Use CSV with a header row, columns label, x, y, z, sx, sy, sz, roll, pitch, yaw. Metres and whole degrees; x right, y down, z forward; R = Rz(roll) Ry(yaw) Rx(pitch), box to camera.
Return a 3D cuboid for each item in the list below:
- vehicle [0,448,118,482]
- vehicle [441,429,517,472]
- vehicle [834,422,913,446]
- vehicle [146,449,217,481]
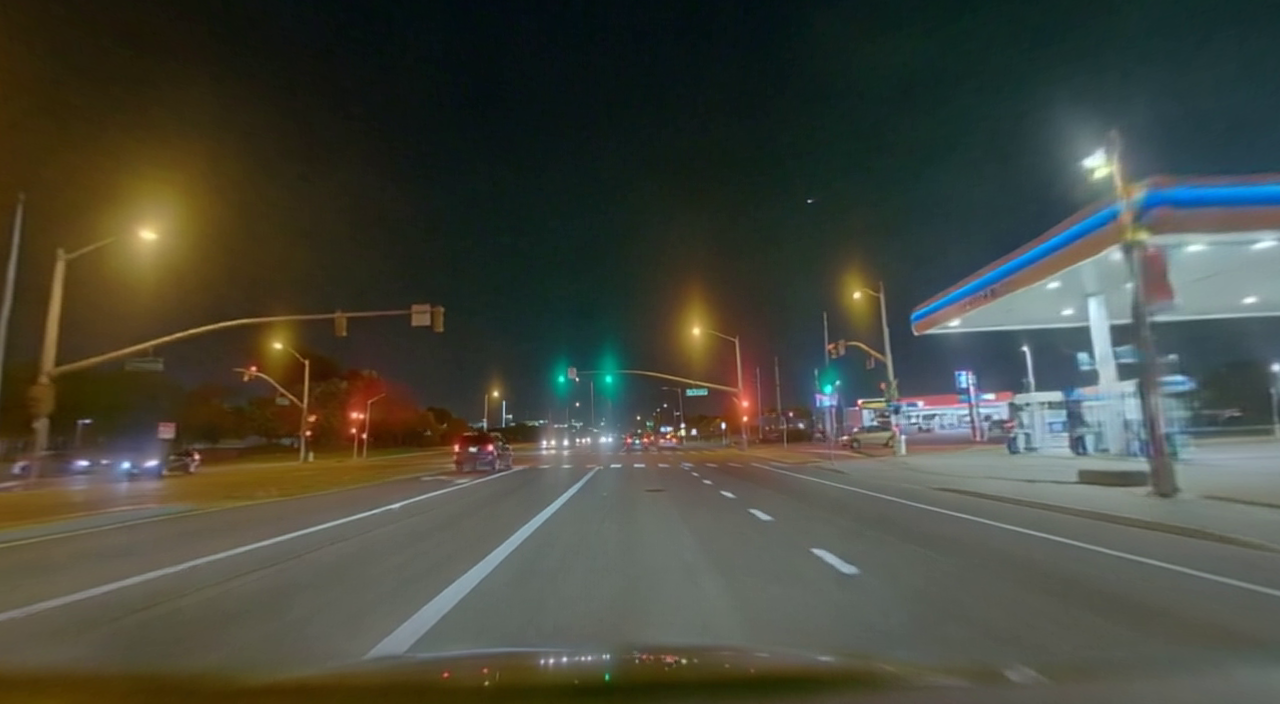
label,x,y,z,sx,sy,sz,roll,pitch,yaw
vehicle,-33.012,6.353,35.680,5.040,1.826,2.155,0,-8,-1
vehicle,-6.831,4.236,27.292,2.074,1.692,4.333,0,-8,1
vehicle,16.211,5.725,44.041,4.727,1.585,2.066,-1,-8,1
vehicle,-23.277,5.682,31.995,4.444,1.457,1.927,-8,-11,42
